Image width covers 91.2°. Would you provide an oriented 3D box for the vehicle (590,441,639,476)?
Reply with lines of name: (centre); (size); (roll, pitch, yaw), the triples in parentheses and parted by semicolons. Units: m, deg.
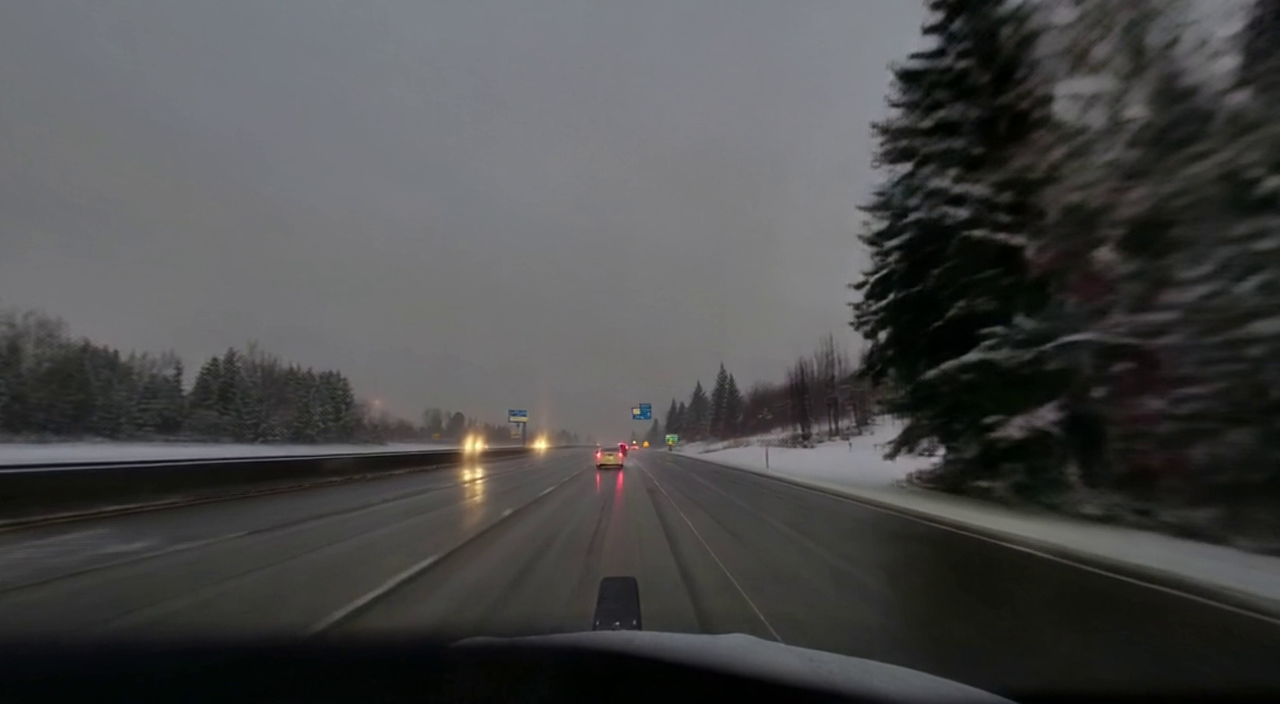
vehicle: (-1.165, 5.091, 30.079); (2.055, 1.509, 4.255); (-1, -9, 2)
